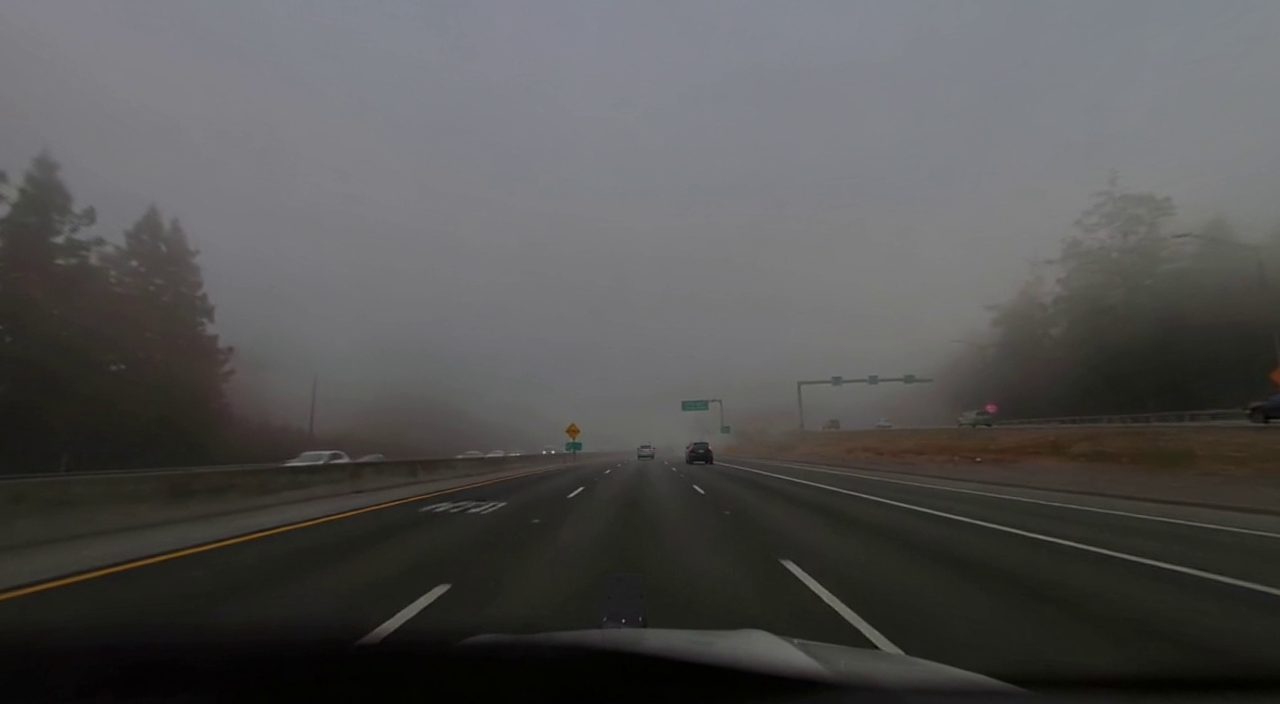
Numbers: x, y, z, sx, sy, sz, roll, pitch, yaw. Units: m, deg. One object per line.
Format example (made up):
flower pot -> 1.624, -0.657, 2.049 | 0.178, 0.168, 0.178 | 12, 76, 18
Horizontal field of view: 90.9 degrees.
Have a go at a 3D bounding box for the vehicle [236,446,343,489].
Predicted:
vehicle -> -15.104, 4.955, 27.543 | 1.995, 1.685, 4.620 | 0, -8, 1

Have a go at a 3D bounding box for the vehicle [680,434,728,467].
vehicle -> 4.186, 6.610, 42.317 | 2.505, 2.020, 5.532 | 0, -9, -1
